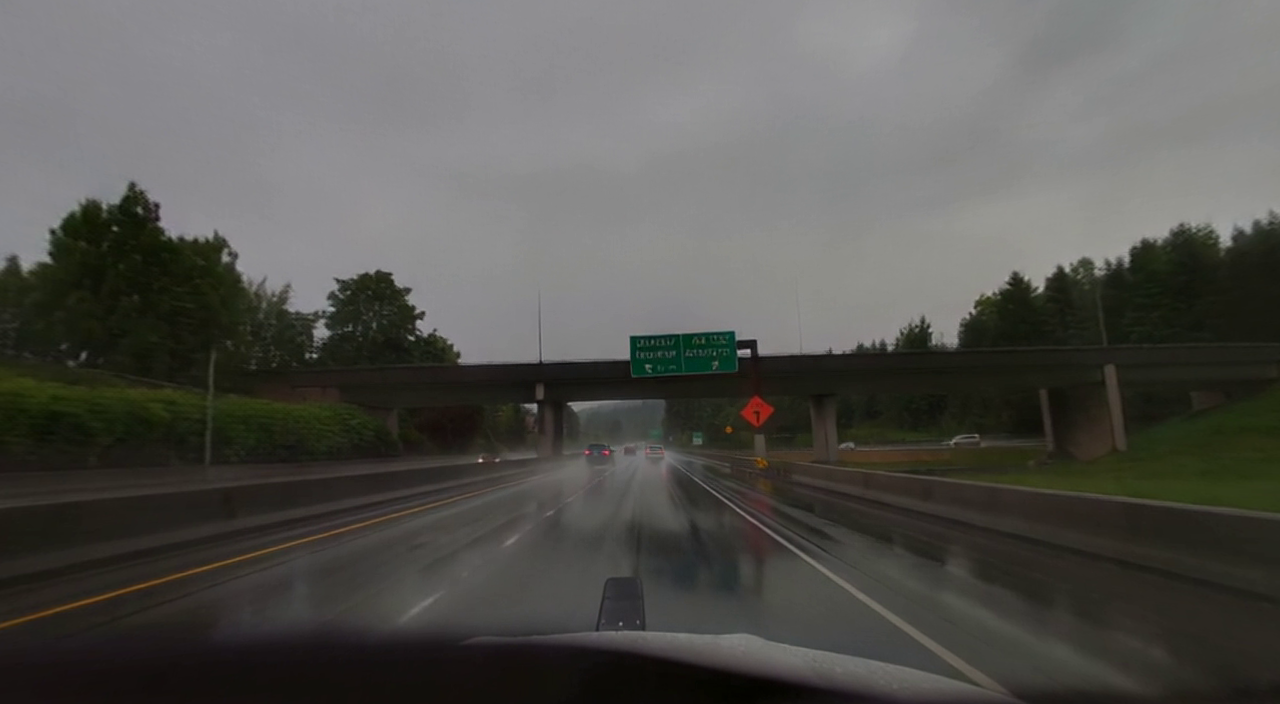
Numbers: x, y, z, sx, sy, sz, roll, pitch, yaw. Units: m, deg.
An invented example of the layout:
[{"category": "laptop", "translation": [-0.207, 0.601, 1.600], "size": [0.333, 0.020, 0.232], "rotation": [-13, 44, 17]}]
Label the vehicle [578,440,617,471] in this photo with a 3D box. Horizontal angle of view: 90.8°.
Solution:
[{"category": "vehicle", "translation": [-2.723, 6.759, 41.363], "size": [2.143, 1.853, 4.123], "rotation": [0, -9, 2]}]
